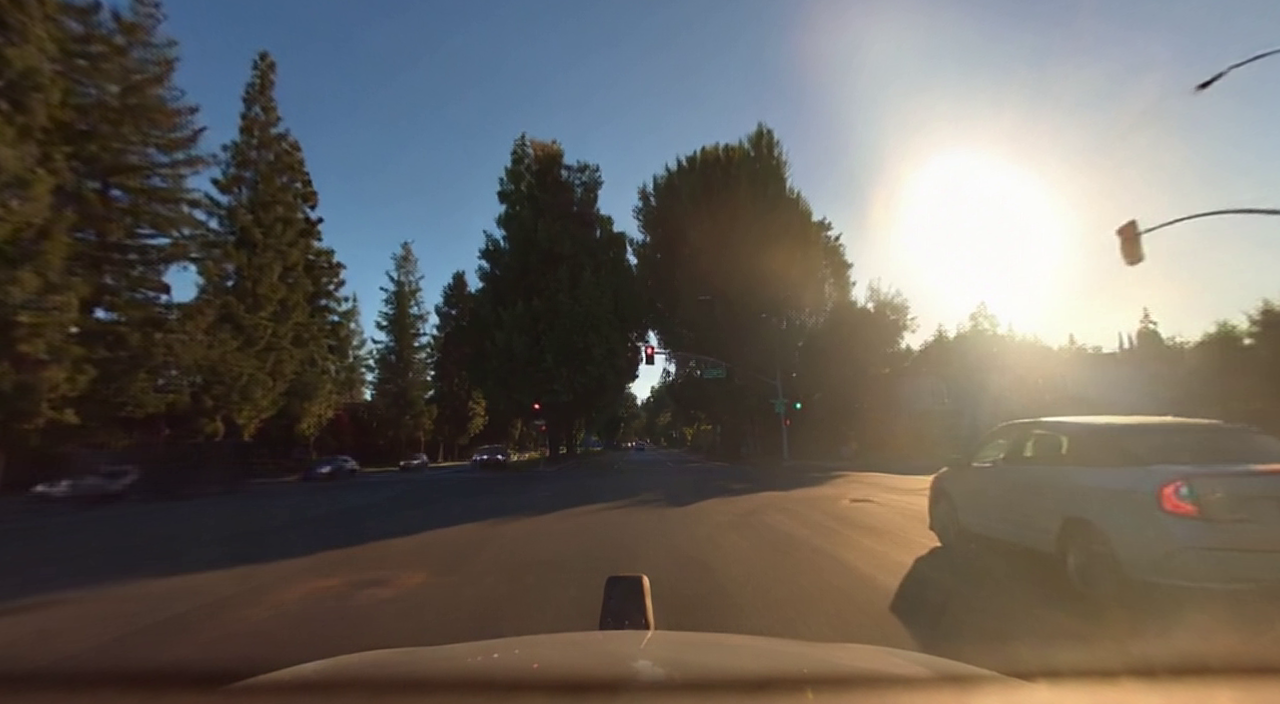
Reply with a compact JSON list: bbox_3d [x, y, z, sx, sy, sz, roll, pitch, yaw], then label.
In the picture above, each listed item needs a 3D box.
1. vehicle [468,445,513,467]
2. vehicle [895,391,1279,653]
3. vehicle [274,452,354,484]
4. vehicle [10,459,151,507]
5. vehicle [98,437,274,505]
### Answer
[{"bbox_3d":[-10.290,7.186,43.640,2.029,1.453,4.188,-1,-9,1],"label":"vehicle"},{"bbox_3d":[4.102,1.304,5.718,2.018,1.591,3.564,0,-9,0],"label":"vehicle"},{"bbox_3d":[-17.137,6.065,33.388,1.827,1.515,4.396,0,-9,0],"label":"vehicle"},{"bbox_3d":[-20.809,4.864,23.698,1.829,1.531,3.777,-1,-9,-1],"label":"vehicle"},{"bbox_3d":[-14.049,3.678,19.971,2.064,1.860,4.683,0,-9,0],"label":"vehicle"}]
